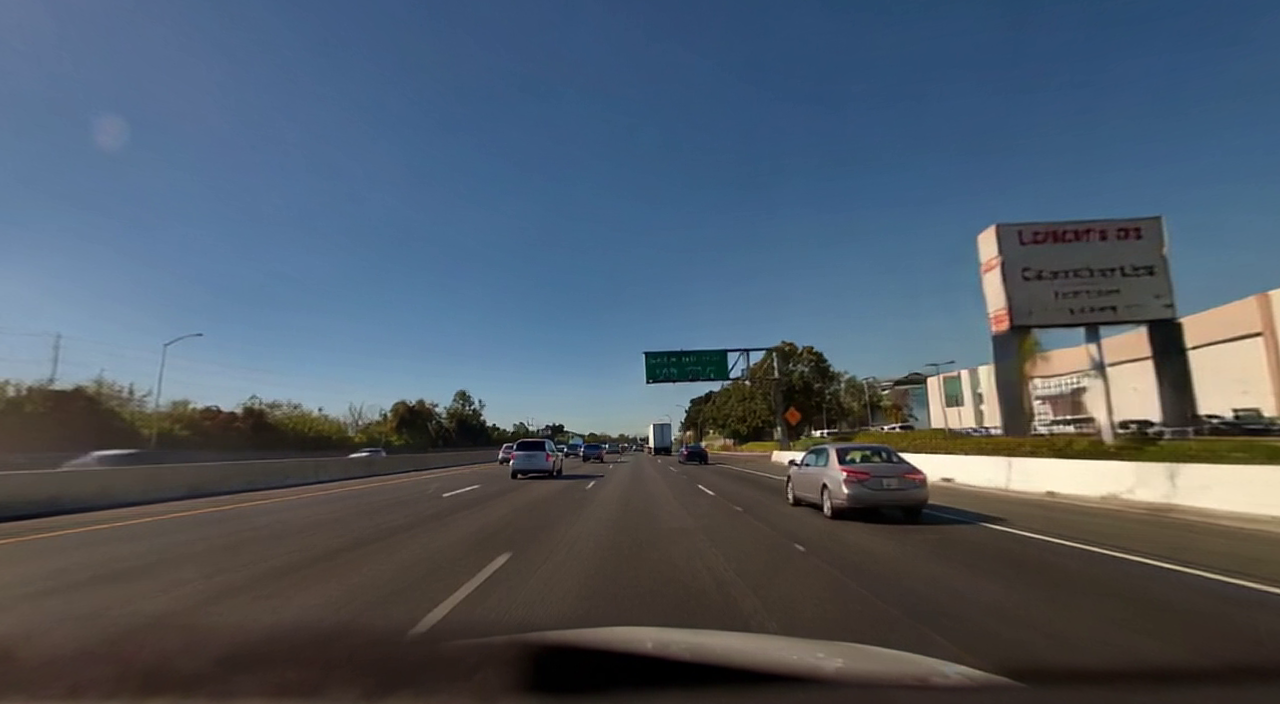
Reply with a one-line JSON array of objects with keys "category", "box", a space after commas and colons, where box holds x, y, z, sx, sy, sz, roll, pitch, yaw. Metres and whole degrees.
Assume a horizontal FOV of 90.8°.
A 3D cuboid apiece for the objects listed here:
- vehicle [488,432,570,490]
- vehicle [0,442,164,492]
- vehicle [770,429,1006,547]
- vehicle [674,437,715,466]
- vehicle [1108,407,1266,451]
[{"category": "vehicle", "box": [-3.716, 3.730, 21.989, 1.987, 1.765, 4.508, 0, -8, 0]}, {"category": "vehicle", "box": [-21.213, 4.341, 24.293, 2.202, 1.693, 4.662, 0, -8, -1]}, {"category": "vehicle", "box": [3.706, 2.108, 10.574, 1.957, 1.510, 4.643, 0, -8, -2]}, {"category": "vehicle", "box": [3.597, 6.719, 42.787, 2.198, 1.807, 4.530, 0, -8, -2]}, {"category": "vehicle", "box": [27.496, 4.034, 32.202, 2.176, 1.975, 6.444, -1, -9, -1]}]
